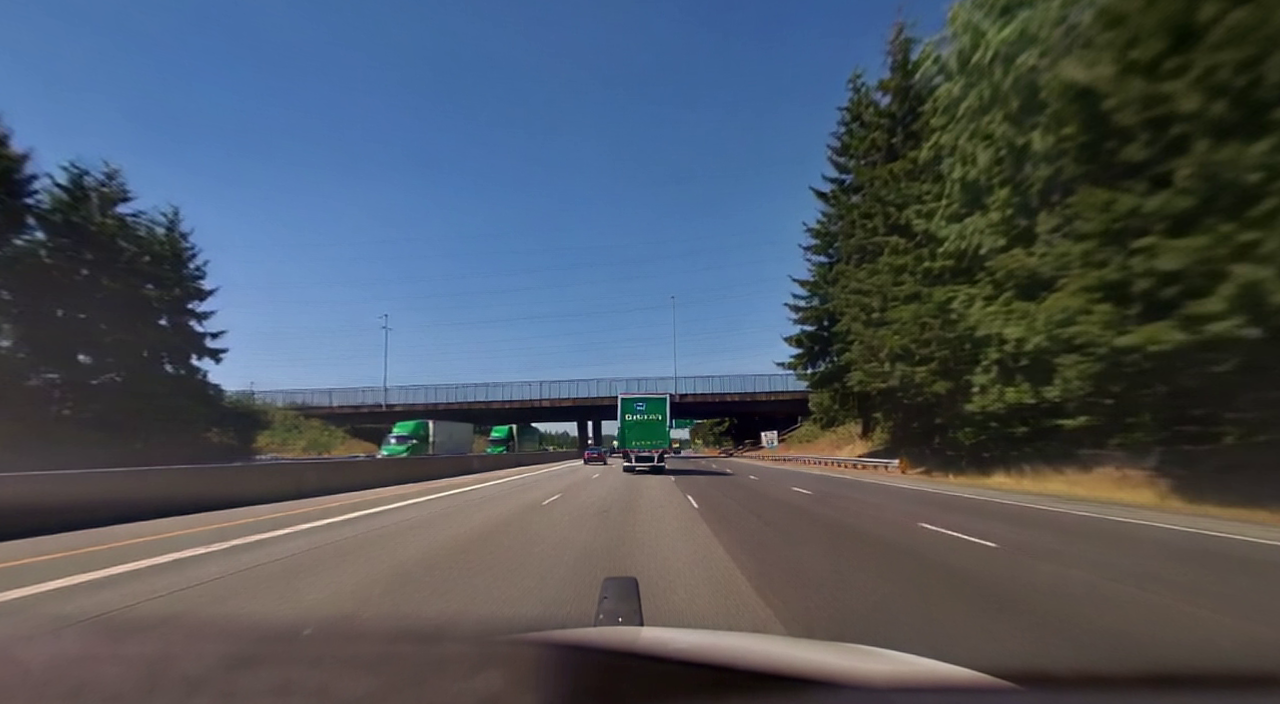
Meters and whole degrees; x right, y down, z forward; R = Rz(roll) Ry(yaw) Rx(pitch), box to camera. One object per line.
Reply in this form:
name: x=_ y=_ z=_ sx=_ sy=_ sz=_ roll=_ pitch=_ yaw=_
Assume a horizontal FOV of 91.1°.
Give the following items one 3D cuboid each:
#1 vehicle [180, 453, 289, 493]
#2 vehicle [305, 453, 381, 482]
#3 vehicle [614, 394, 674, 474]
vehicle: x=-15.755 y=4.685 z=24.678 sx=1.722 sy=1.411 sz=3.752 roll=-1 pitch=-9 yaw=1
vehicle: x=-16.370 y=6.353 z=34.944 sx=1.852 sy=1.430 sz=4.631 roll=-1 pitch=-9 yaw=2
vehicle: x=0.235 y=5.127 z=38.422 sx=3.025 sy=4.002 sz=12.709 roll=0 pitch=-9 yaw=0
